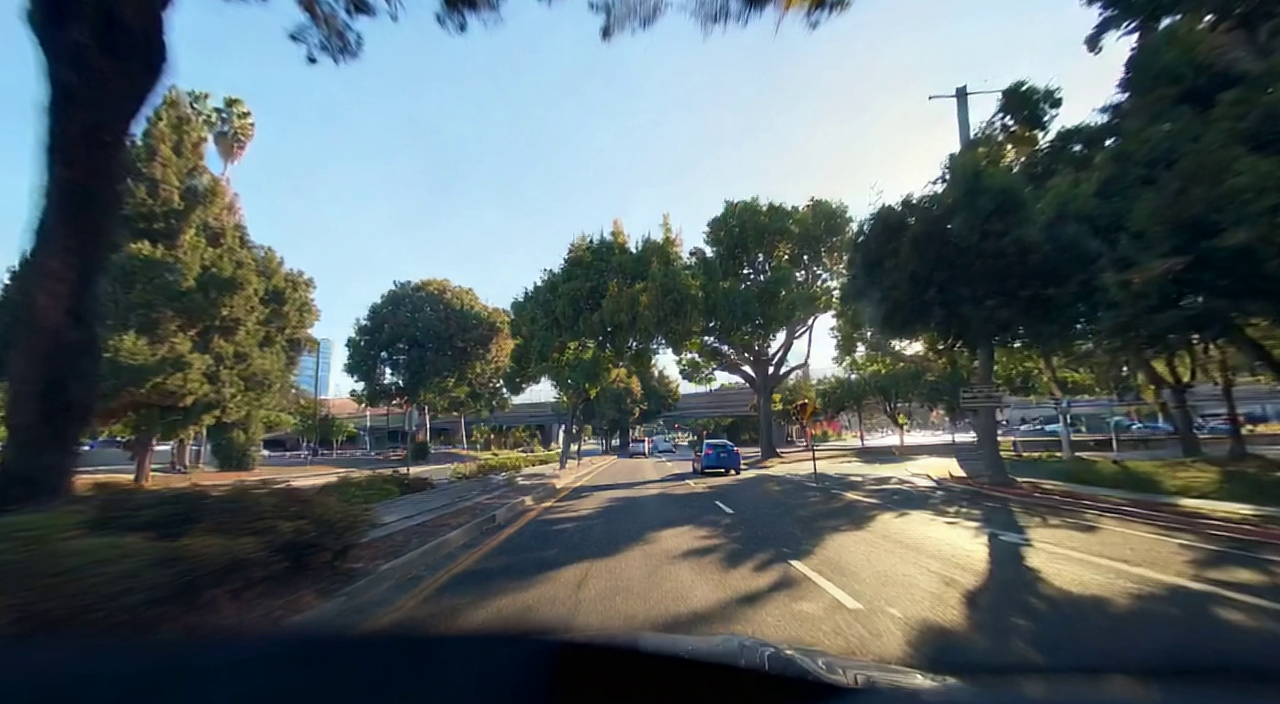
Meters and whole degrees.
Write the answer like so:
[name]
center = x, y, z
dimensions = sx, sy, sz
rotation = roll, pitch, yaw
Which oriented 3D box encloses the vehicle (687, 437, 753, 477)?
[vehicle]
center = 3.247, 4.357, 26.461
dimensions = 2.062, 1.484, 4.332
rotation = 0, -8, -1
